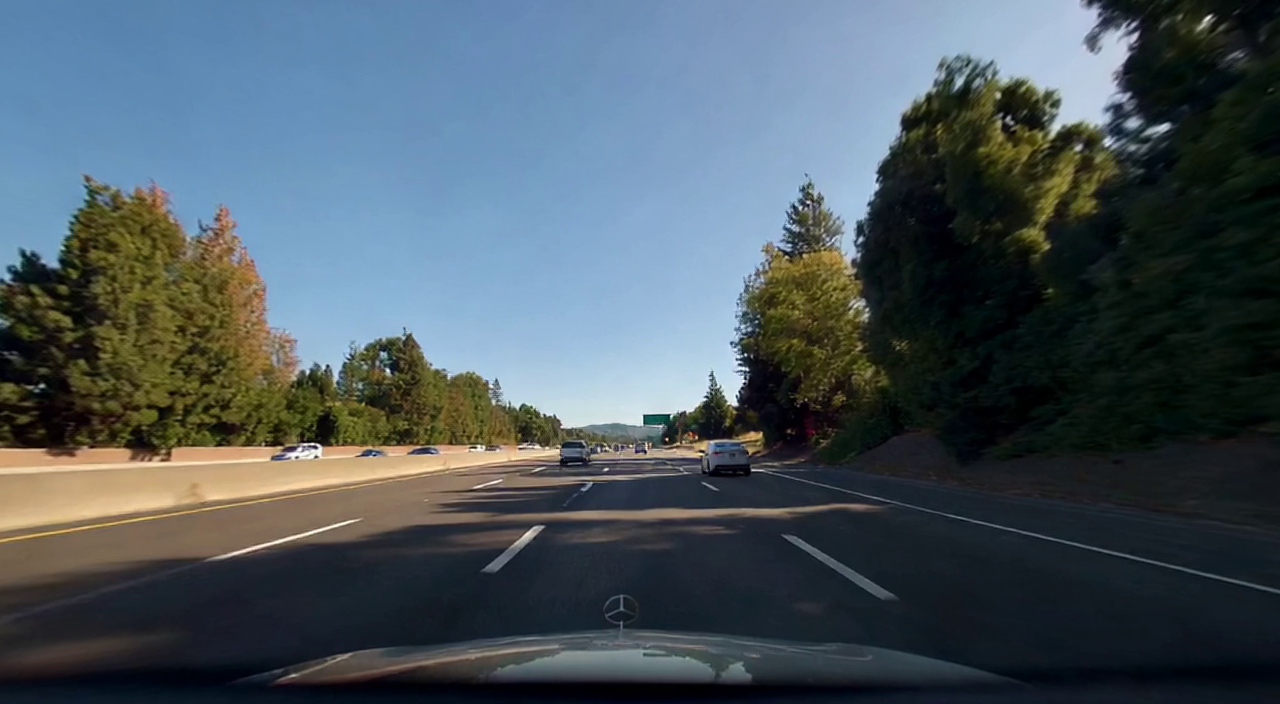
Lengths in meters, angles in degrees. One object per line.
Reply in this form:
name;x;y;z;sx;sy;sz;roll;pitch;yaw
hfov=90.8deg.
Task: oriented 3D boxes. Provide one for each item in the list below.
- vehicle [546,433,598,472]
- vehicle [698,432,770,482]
vehicle;-3.379;5.125;32.315;2.173;1.793;4.564;0;-9;0
vehicle;3.506;4.016;24.331;2.053;1.714;4.097;0;-9;-1
